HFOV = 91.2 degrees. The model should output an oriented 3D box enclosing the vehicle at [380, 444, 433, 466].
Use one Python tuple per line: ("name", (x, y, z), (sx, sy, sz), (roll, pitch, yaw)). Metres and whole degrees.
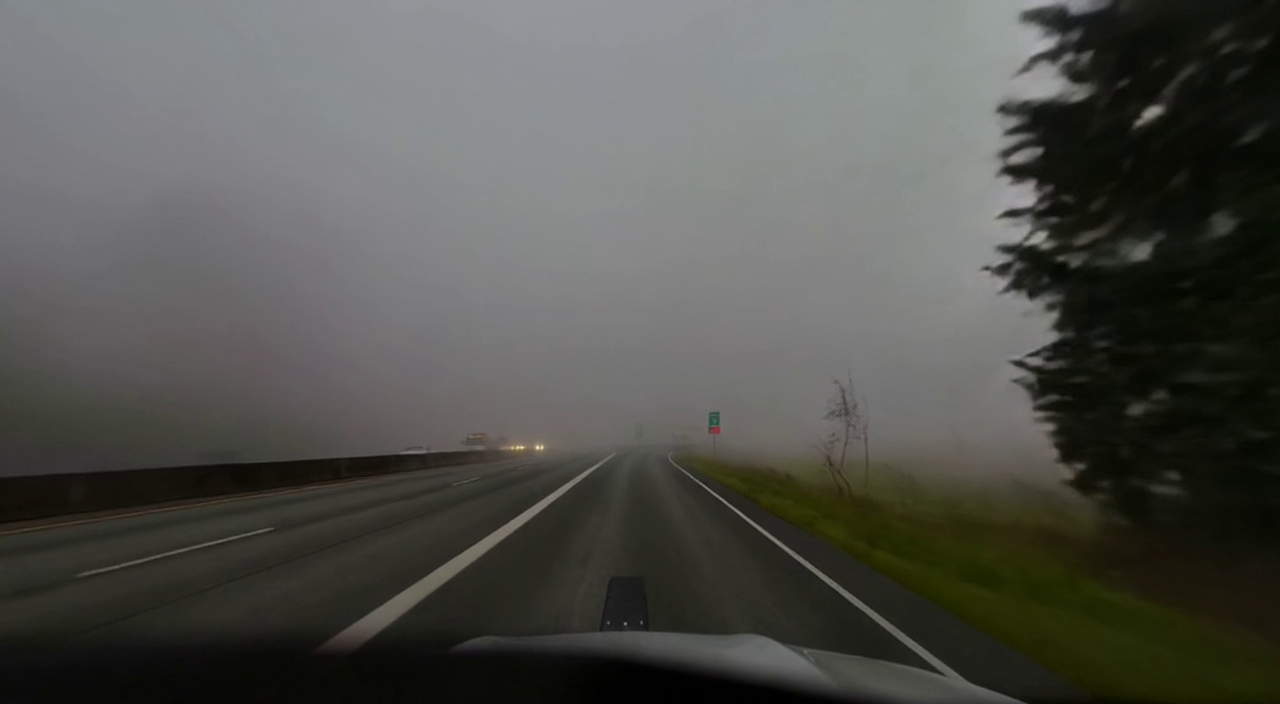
("vehicle", (-16.642, 7.333, 44.951), (1.888, 1.502, 4.814), (0, -8, 0))
